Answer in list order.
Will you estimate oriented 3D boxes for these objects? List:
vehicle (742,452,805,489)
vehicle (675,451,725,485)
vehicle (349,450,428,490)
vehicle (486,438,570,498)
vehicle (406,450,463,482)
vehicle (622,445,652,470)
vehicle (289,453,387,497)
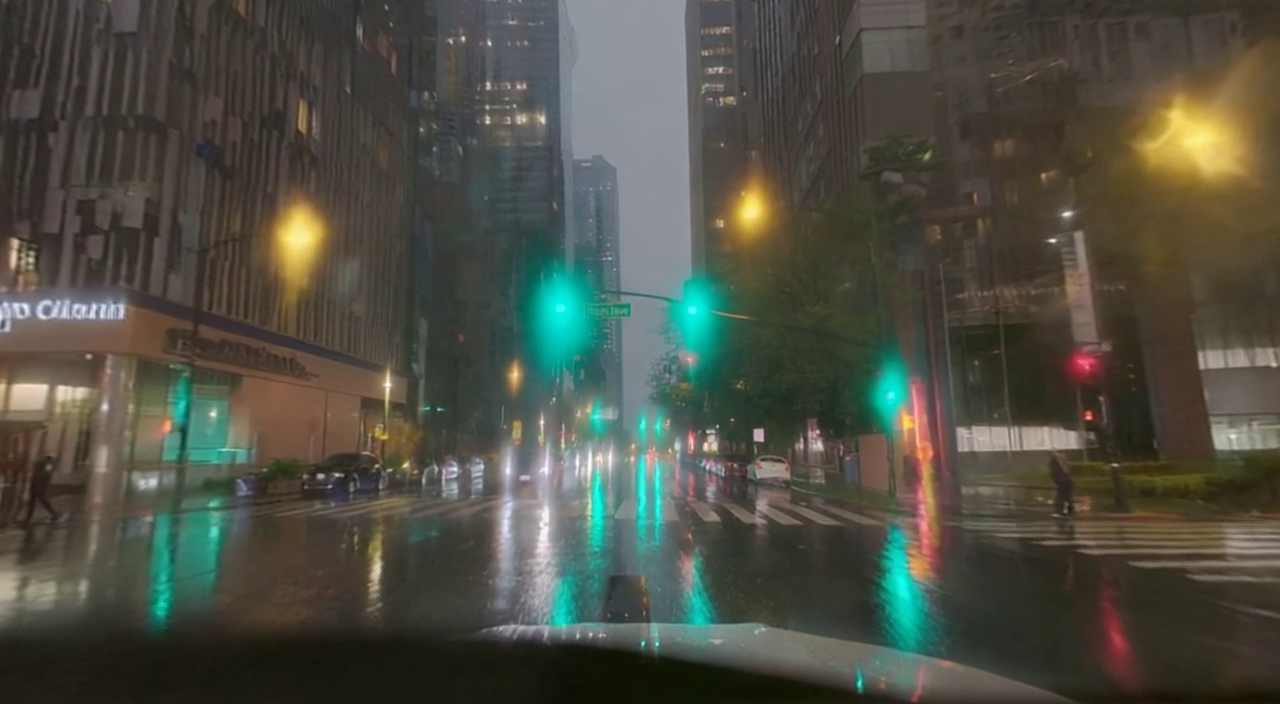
[{"bbox_3d":[5.983,5.342,28.829,1.882,1.479,4.652,0,-8,0],"label":"vehicle"},{"bbox_3d":[2.742,5.397,29.561,1.919,1.371,3.583,1,-8,-1],"label":"vehicle"},{"bbox_3d":[-12.547,5.876,31.821,1.938,1.729,4.628,-3,-8,2],"label":"vehicle"},{"bbox_3d":[-3.882,4.038,22.601,2.176,1.804,4.740,-2,-8,-1],"label":"vehicle"},{"bbox_3d":[-12.287,6.827,37.992,1.854,1.727,4.426,0,-8,0],"label":"vehicle"},{"bbox_3d":[-0.194,8.002,48.076,2.165,1.749,4.078,0,-8,0],"label":"vehicle"},{"bbox_3d":[-12.721,5.177,26.880,2.118,1.644,4.188,0,-8,-1],"label":"vehicle"}]
